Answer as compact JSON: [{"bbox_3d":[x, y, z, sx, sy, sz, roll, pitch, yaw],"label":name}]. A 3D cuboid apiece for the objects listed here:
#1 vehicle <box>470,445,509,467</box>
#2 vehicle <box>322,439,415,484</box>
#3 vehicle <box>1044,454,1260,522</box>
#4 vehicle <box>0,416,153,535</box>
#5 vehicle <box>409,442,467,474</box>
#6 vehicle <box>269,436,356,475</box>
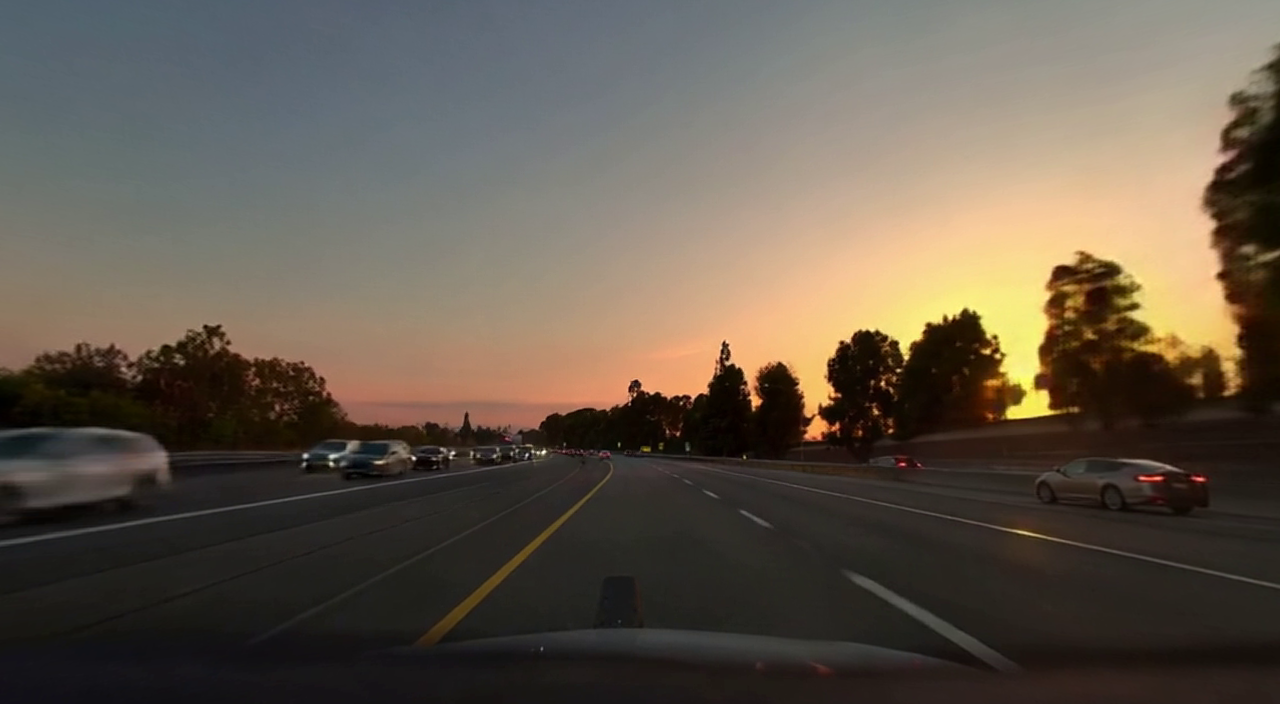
[{"bbox_3d":[-11.268,7.813,47.226,1.946,1.519,4.791,0,-9,-3],"label":"vehicle"},{"bbox_3d":[-9.719,3.936,22.801,1.797,1.477,3.854,0,-9,-3],"label":"vehicle"},{"bbox_3d":[13.585,3.598,17.125,1.941,1.536,4.585,0,-9,-2],"label":"vehicle"},{"bbox_3d":[-8.990,1.615,8.267,1.839,1.474,4.225,0,-9,-3],"label":"vehicle"},{"bbox_3d":[-10.167,5.363,31.832,1.832,1.507,3.859,0,-9,-3],"label":"vehicle"},{"bbox_3d":[-15.558,4.956,30.091,2.023,1.697,4.402,1,-9,-4],"label":"vehicle"}]
